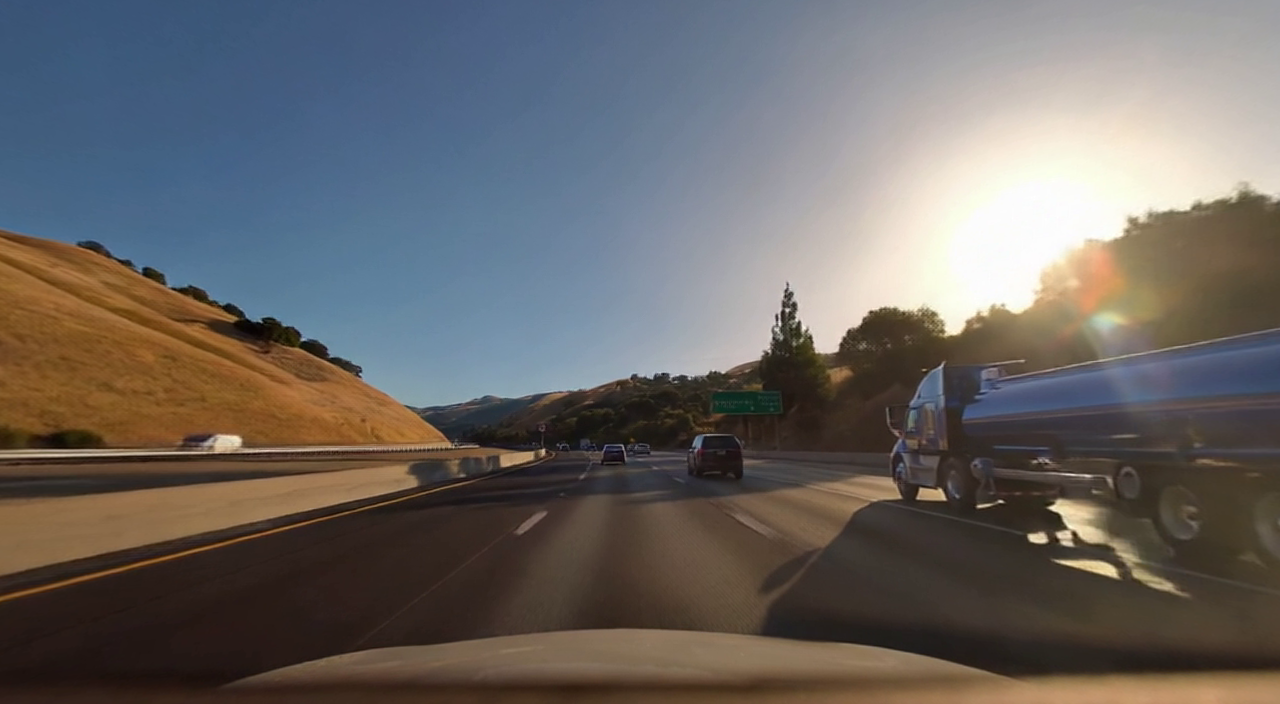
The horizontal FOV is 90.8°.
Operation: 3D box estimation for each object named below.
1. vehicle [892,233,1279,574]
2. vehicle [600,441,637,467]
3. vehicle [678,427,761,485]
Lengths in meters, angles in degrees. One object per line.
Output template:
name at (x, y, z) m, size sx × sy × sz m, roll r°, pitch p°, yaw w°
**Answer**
vehicle at (7.462, 1.060, 9.837) m, size 2.805 × 3.212 × 9.978 m, roll 0°, pitch -9°, yaw -1°
vehicle at (-1.350, 6.097, 37.906) m, size 2.083 × 1.477 × 3.965 m, roll 0°, pitch -9°, yaw -4°
vehicle at (2.659, 3.633, 22.258) m, size 2.098 × 1.794 × 4.561 m, roll 0°, pitch -9°, yaw -3°
